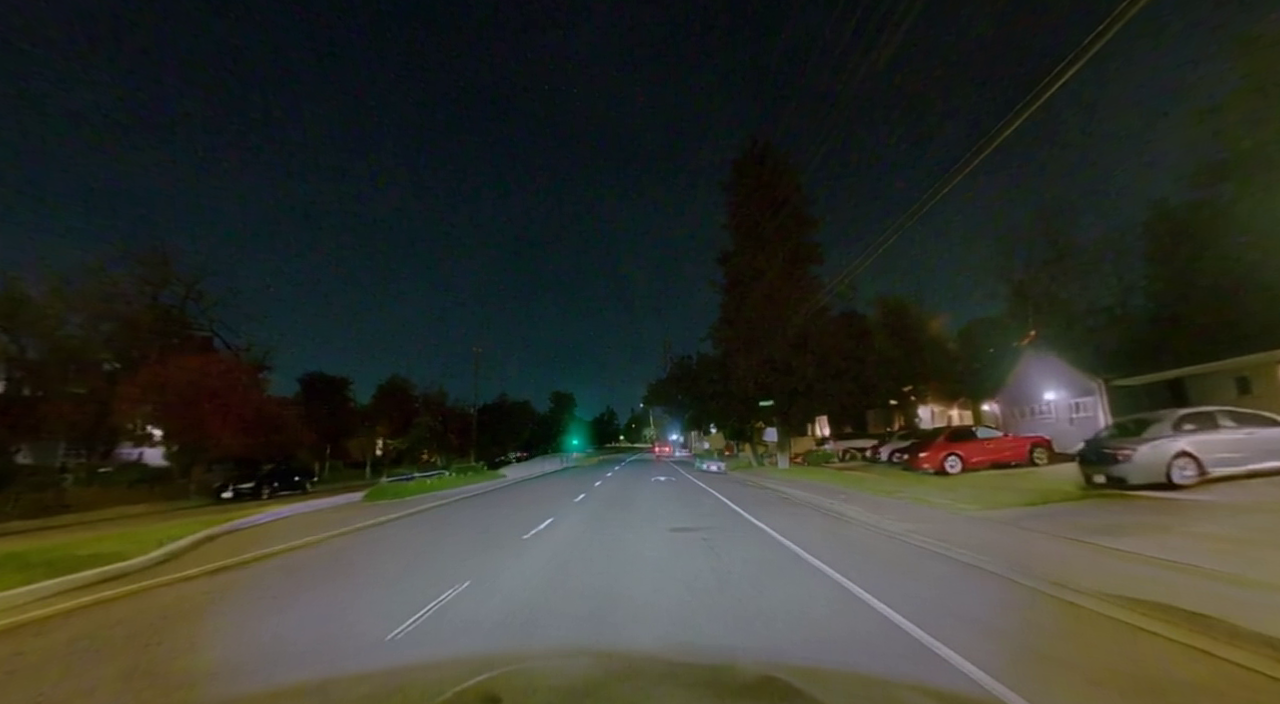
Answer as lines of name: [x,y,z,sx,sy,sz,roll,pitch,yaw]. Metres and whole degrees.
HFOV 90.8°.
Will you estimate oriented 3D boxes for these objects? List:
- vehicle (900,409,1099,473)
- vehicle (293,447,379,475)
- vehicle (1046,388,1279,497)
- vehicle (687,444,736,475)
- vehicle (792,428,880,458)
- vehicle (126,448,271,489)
vehicle: [11.810,2.965,21.039,5.283,1.570,2.122,-5,-8,-3]
vehicle: [-20.625,7.383,42.989,4.753,1.796,2.101,-1,-8,5]
vehicle: [11.796,1.824,13.170,5.034,1.826,2.012,-5,-9,4]
vehicle: [3.772,5.728,34.050,2.104,1.524,4.524,0,-8,0]
vehicle: [14.112,6.564,45.583,5.541,2.060,2.416,-5,-10,31]
vehicle: [-20.110,5.298,28.949,5.044,1.782,2.152,0,-8,3]
